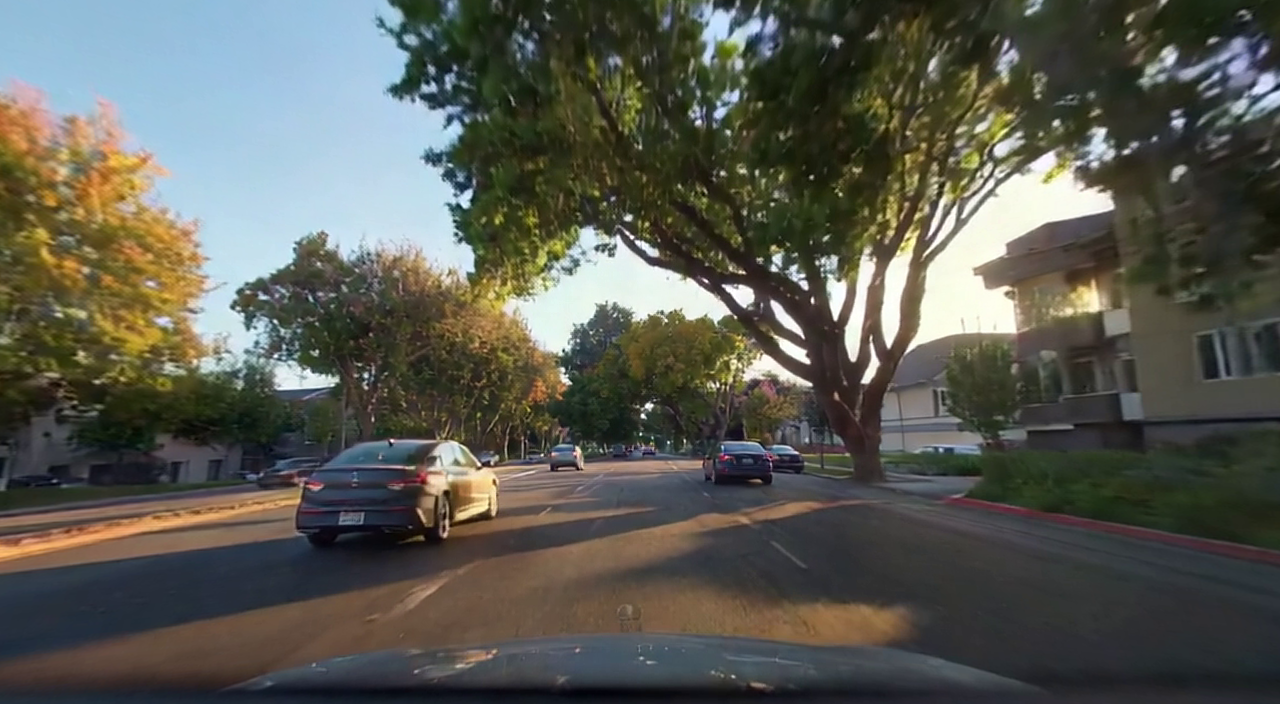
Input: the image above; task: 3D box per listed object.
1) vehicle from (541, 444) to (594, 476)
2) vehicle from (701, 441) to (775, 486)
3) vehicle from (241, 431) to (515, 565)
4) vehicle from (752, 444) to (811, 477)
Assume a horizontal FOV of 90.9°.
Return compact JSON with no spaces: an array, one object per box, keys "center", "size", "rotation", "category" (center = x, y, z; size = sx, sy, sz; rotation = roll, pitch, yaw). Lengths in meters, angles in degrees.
[{"center":[-3.536,5.367,31.612],"size":[1.988,1.497,4.404],"rotation":[0,-9,2],"category":"vehicle"},{"center":[3.505,4.103,23.496],"size":[2.010,1.486,4.498],"rotation":[0,-9,0],"category":"vehicle"},{"center":[-3.376,1.972,9.299],"size":[2.053,1.480,4.381],"rotation":[0,-9,2],"category":"vehicle"},{"center":[6.745,5.214,30.484],"size":[1.912,1.433,4.265],"rotation":[0,-9,0],"category":"vehicle"}]
